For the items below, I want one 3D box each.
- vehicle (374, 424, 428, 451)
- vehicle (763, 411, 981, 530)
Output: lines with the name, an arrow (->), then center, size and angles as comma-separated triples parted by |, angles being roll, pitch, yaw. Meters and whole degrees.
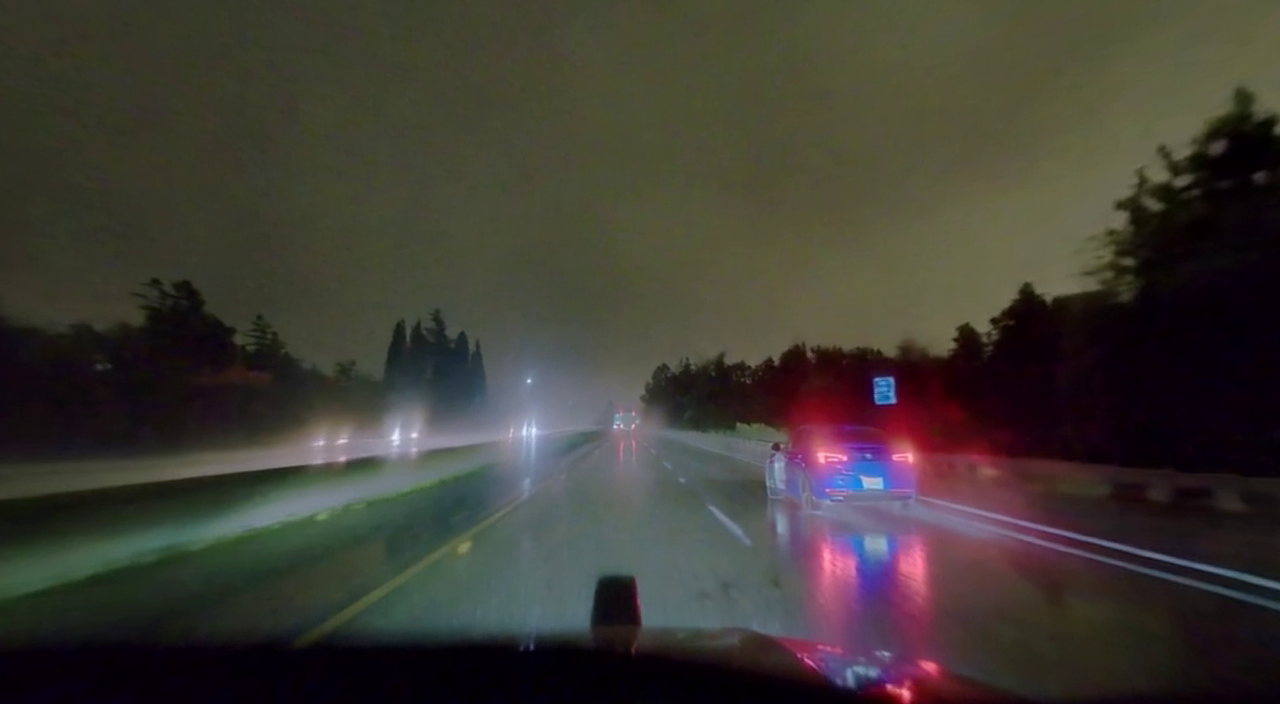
vehicle -> -17.434, 6.266, 46.111 | 2.102, 1.837, 4.818 | 0, -8, -1
vehicle -> 3.475, 1.843, 10.366 | 1.973, 1.563, 3.959 | 0, -8, -2
